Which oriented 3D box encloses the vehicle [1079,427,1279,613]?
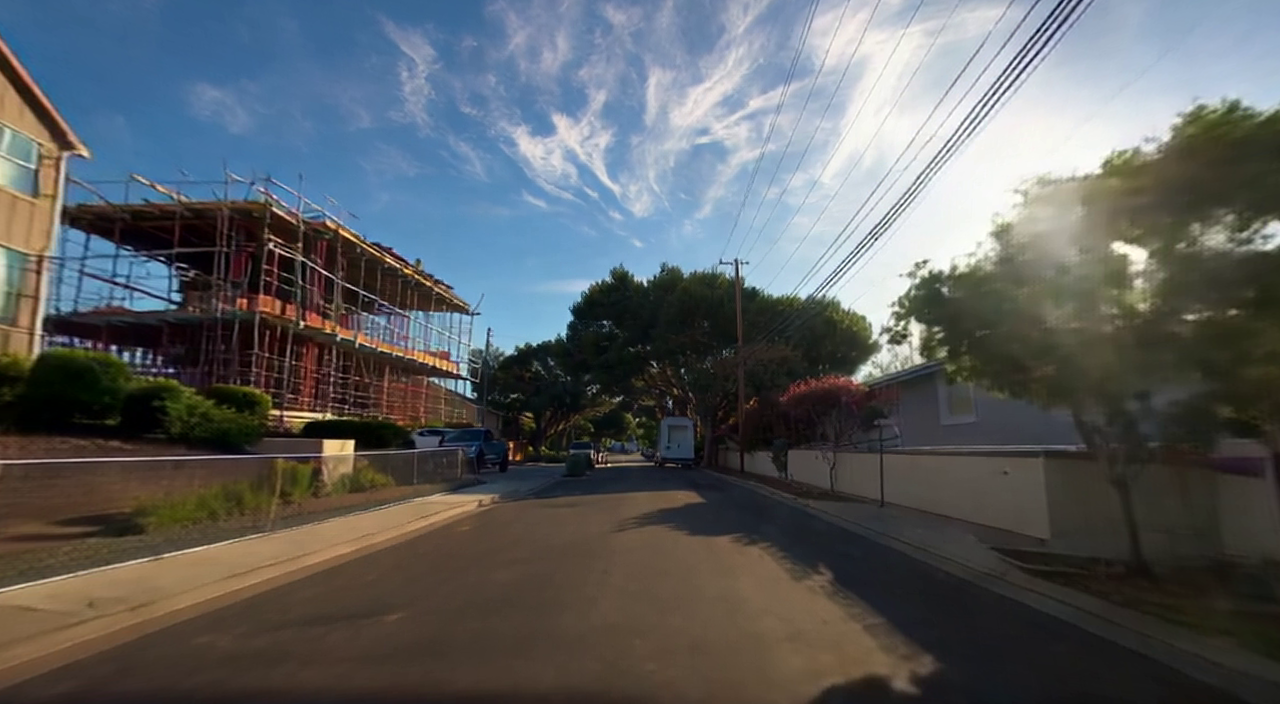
[{"bbox_3d":[9.059,2.147,7.660,5.661,1.850,2.479,5,-8,2],"label":"vehicle"}]

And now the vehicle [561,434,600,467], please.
[{"bbox_3d":[-4.291,7.116,45.866,2.171,1.910,4.789,-1,-4,2],"label":"vehicle"}]

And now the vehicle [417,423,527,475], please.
[{"bbox_3d":[-6.673,3.970,25.883,2.238,1.895,5.648,-1,-9,8],"label":"vehicle"}]

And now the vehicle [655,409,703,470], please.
[{"bbox_3d":[2.819,6.568,46.524,2.915,3.793,9.963,4,-9,4],"label":"vehicle"}]
